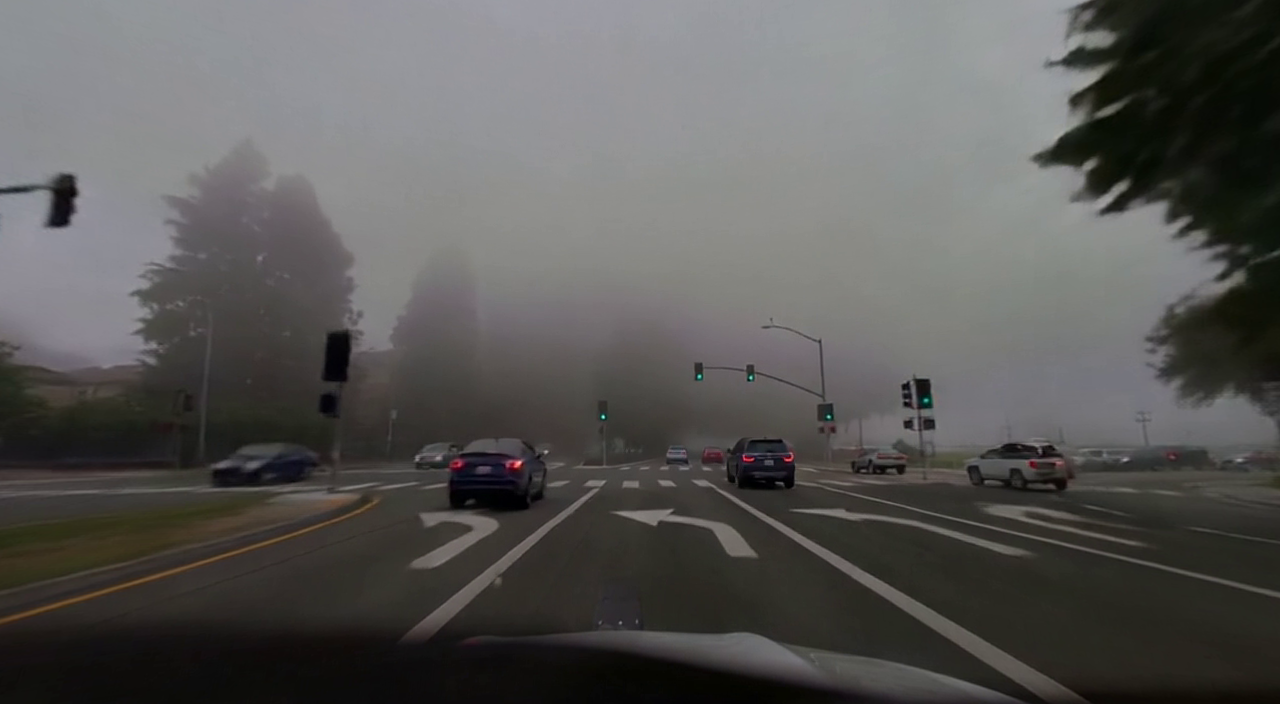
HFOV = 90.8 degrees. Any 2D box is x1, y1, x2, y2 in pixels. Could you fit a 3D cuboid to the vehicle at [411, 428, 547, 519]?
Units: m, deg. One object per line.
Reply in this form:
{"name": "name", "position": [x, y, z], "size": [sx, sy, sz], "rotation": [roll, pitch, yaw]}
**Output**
{"name": "vehicle", "position": [-3.595, 2.805, 15.153], "size": [2.258, 1.812, 4.650], "rotation": [1, -9, -3]}

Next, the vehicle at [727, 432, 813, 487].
{"name": "vehicle", "position": [4.635, 3.929, 23.329], "size": [2.209, 1.813, 4.724], "rotation": [0, -9, 1]}

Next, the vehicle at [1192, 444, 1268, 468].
{"name": "vehicle", "position": [43.936, 7.750, 47.064], "size": [4.315, 1.694, 2.134], "rotation": [3, -9, -18]}

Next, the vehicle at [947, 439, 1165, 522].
{"name": "vehicle", "position": [8.662, 2.678, 13.708], "size": [1.949, 1.492, 4.103], "rotation": [0, -9, 1]}

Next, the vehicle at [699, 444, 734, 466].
{"name": "vehicle", "position": [5.306, 7.191, 44.370], "size": [2.064, 1.474, 4.389], "rotation": [0, -9, 3]}

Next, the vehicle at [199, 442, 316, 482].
{"name": "vehicle", "position": [-14.954, 4.297, 25.017], "size": [1.794, 1.440, 4.351], "rotation": [0, -9, 2]}
